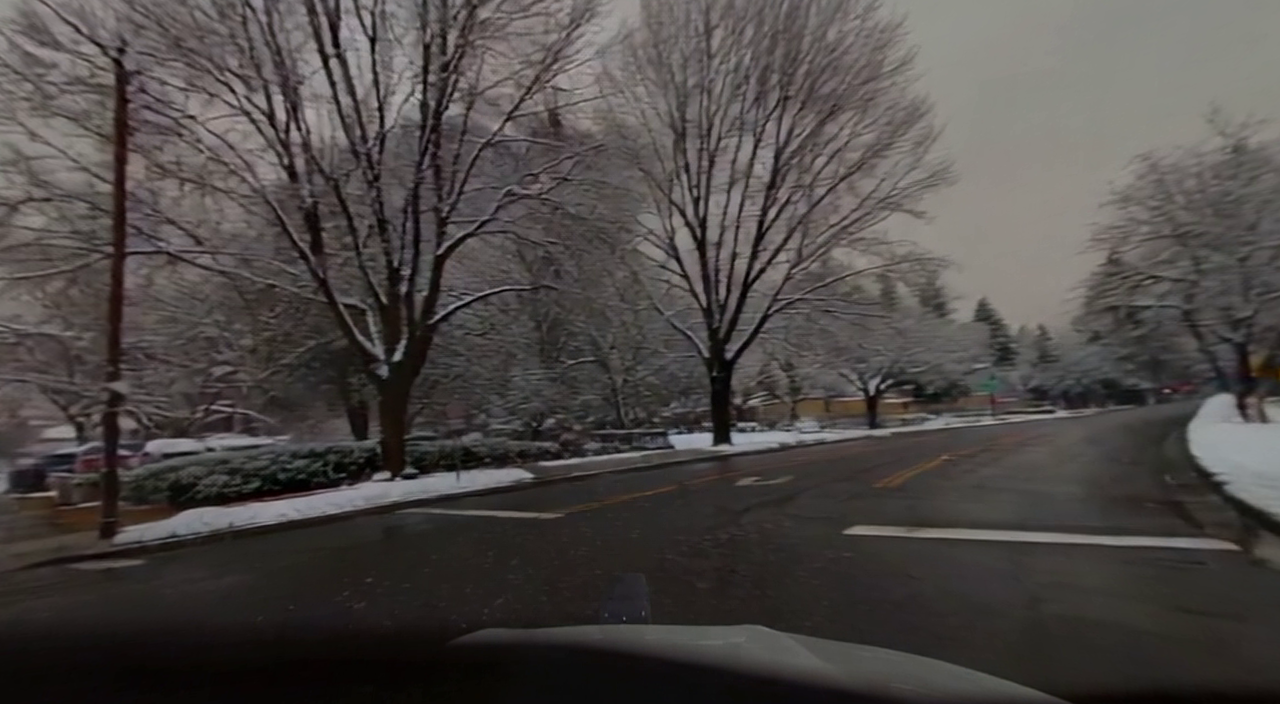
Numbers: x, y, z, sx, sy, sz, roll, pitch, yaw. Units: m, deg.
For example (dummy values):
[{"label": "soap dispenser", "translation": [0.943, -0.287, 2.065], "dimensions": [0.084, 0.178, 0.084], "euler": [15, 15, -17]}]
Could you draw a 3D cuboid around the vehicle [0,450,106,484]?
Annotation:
[{"label": "vehicle", "translation": [-34.236, 6.599, 36.248], "dimensions": [1.909, 1.785, 4.890], "euler": [-9, -12, 32]}]
